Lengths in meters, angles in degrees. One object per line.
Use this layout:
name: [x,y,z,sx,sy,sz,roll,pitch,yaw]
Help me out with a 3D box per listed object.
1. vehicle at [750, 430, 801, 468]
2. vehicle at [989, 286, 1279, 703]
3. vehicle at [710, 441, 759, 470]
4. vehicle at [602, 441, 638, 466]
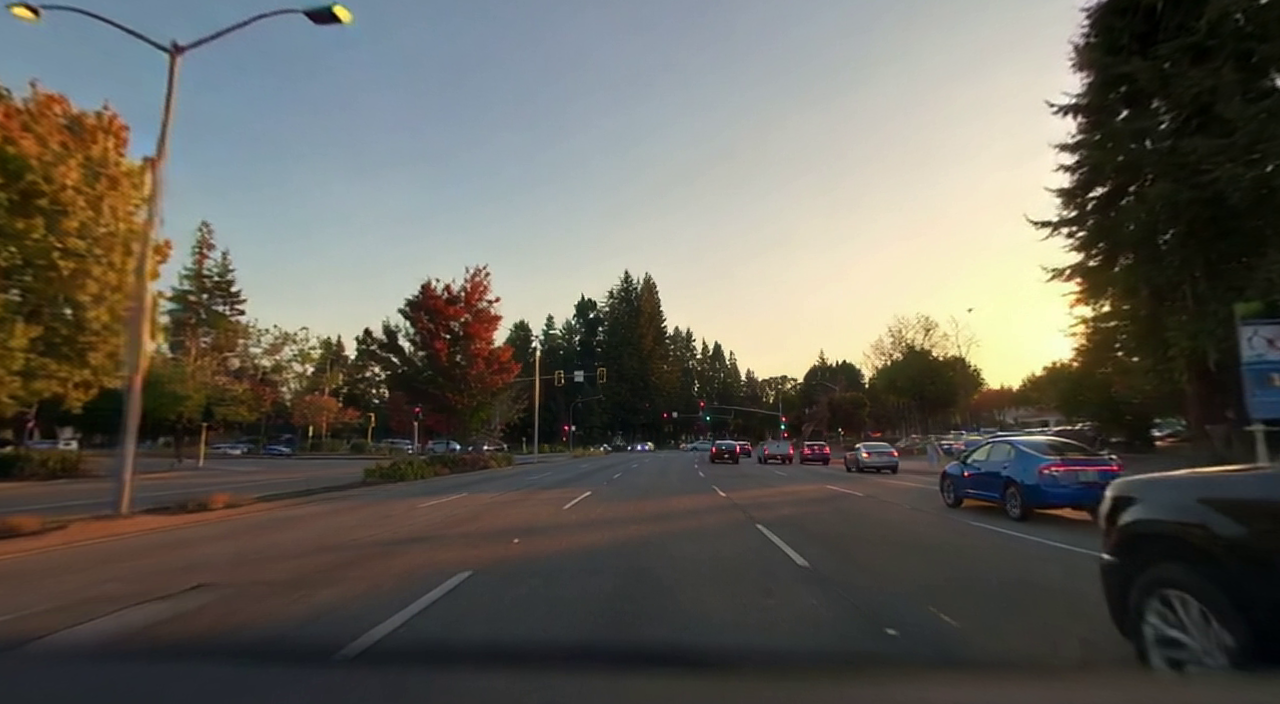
vehicle: [8.419,6.102,39.791,2.186,2.202,5.426,0,-8,2]
vehicle: [3.234,0.498,0.789,2.333,1.777,5.713,0,-8,0]
vehicle: [5.393,5.986,36.653,2.292,1.563,4.734,0,-8,2]
vehicle: [-1.303,6.811,42.451,1.958,1.542,4.175,-1,-9,5]
